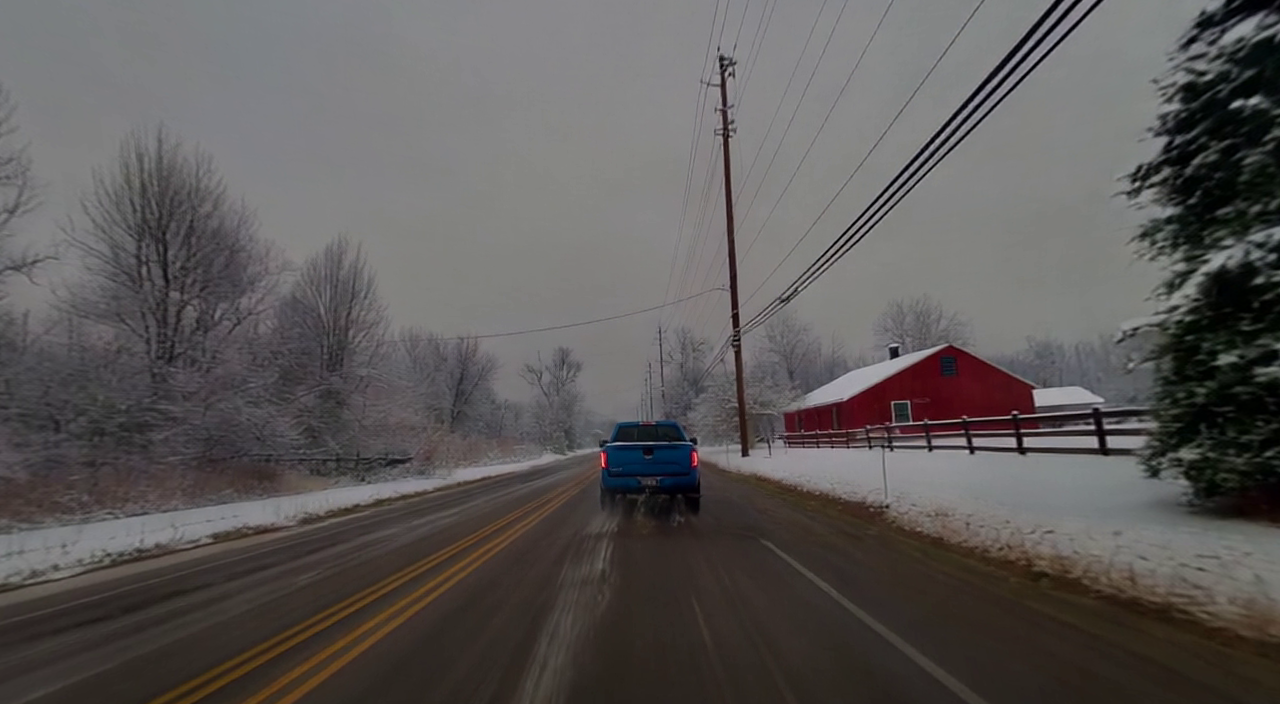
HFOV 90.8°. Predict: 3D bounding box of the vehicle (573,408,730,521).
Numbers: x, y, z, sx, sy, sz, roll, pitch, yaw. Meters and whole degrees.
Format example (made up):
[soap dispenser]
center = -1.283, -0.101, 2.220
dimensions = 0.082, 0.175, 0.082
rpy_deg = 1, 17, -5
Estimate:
[vehicle]
center = 0.184, 2.412, 14.149
dimensions = 2.693, 1.941, 6.356
rpy_deg = 0, -8, 0
